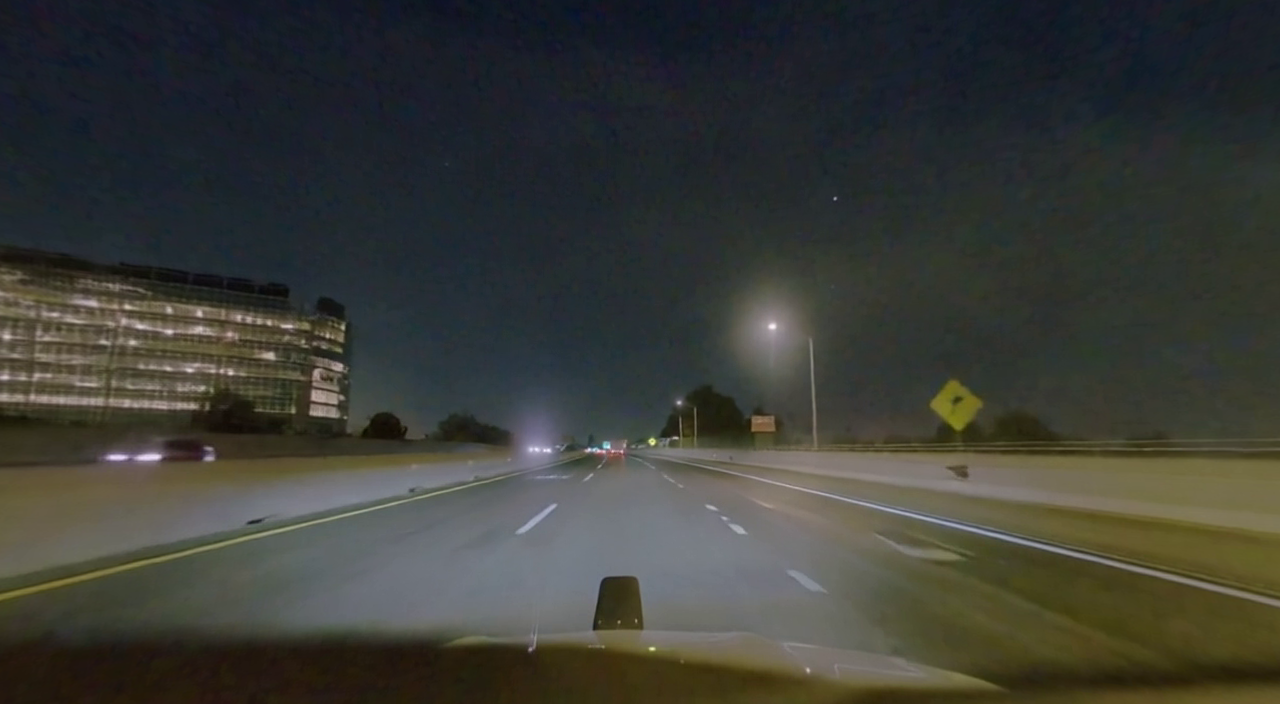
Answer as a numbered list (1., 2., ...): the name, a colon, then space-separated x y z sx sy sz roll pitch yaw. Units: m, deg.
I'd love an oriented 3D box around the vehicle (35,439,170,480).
1. vehicle: -21.025 4.223 24.757 1.816 1.477 3.941 0 -9 0
